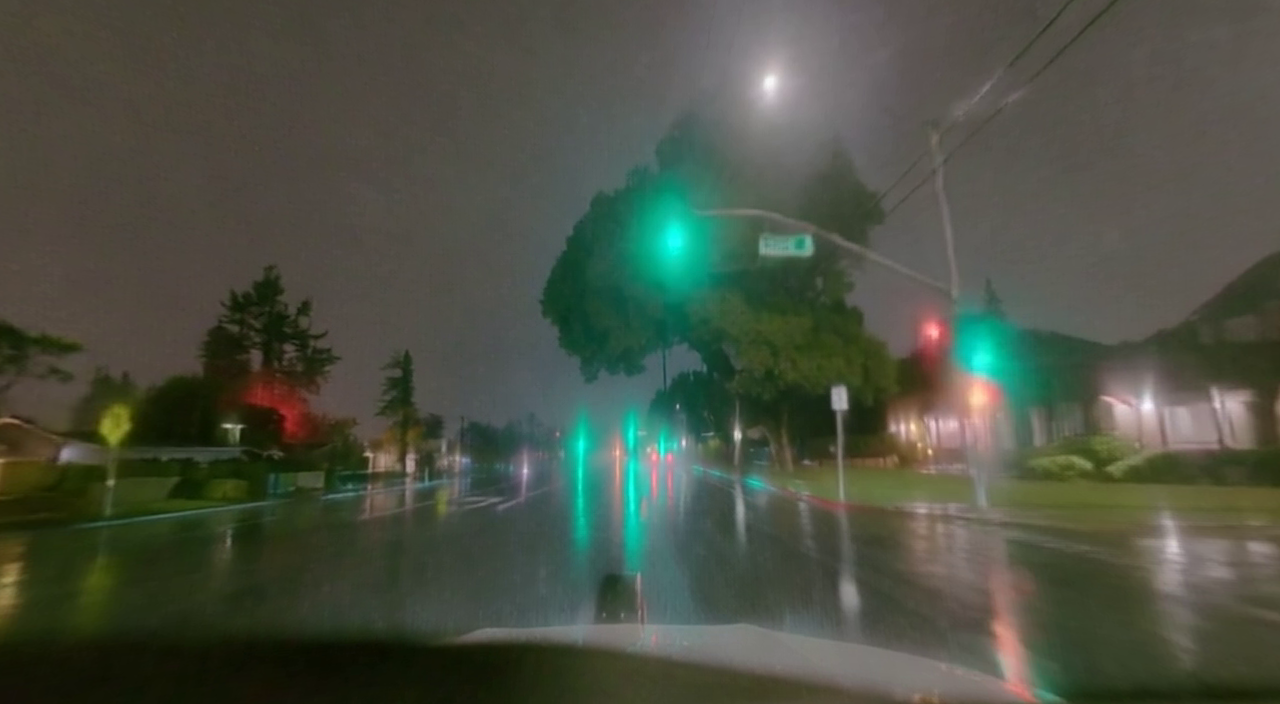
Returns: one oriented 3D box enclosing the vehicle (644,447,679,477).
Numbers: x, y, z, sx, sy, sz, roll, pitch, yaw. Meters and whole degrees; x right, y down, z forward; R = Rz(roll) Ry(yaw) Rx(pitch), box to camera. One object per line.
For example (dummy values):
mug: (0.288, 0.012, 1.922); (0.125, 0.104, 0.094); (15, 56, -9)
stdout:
vehicle: (1.351, 7.152, 41.368); (2.215, 1.799, 4.426); (0, -9, 0)
